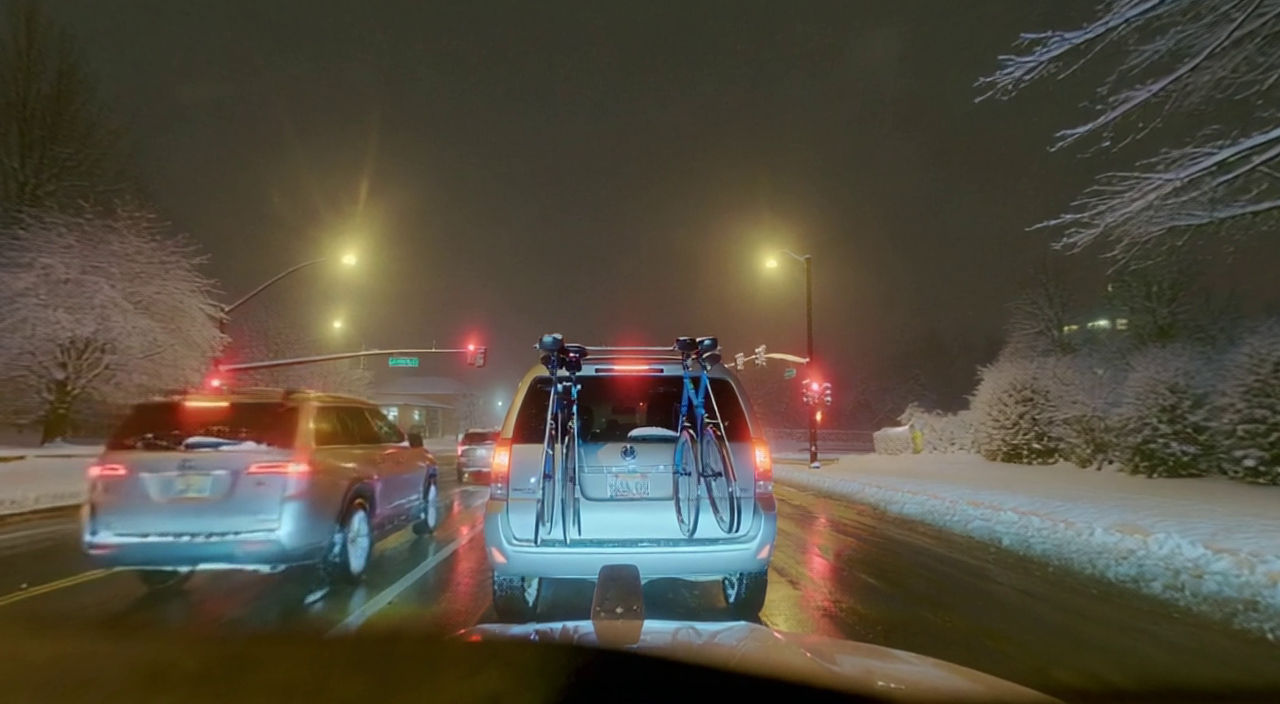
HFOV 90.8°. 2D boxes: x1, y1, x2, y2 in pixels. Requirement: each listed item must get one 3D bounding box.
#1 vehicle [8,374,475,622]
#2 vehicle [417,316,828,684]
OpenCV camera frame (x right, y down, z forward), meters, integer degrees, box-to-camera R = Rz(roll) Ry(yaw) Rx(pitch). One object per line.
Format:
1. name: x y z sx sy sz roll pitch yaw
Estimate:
1. vehicle: -3.721 1.503 7.588 2.337 1.858 5.409 0 -8 -4
2. vehicle: -0.226 1.158 5.993 2.333 2.087 4.586 0 -8 -4
